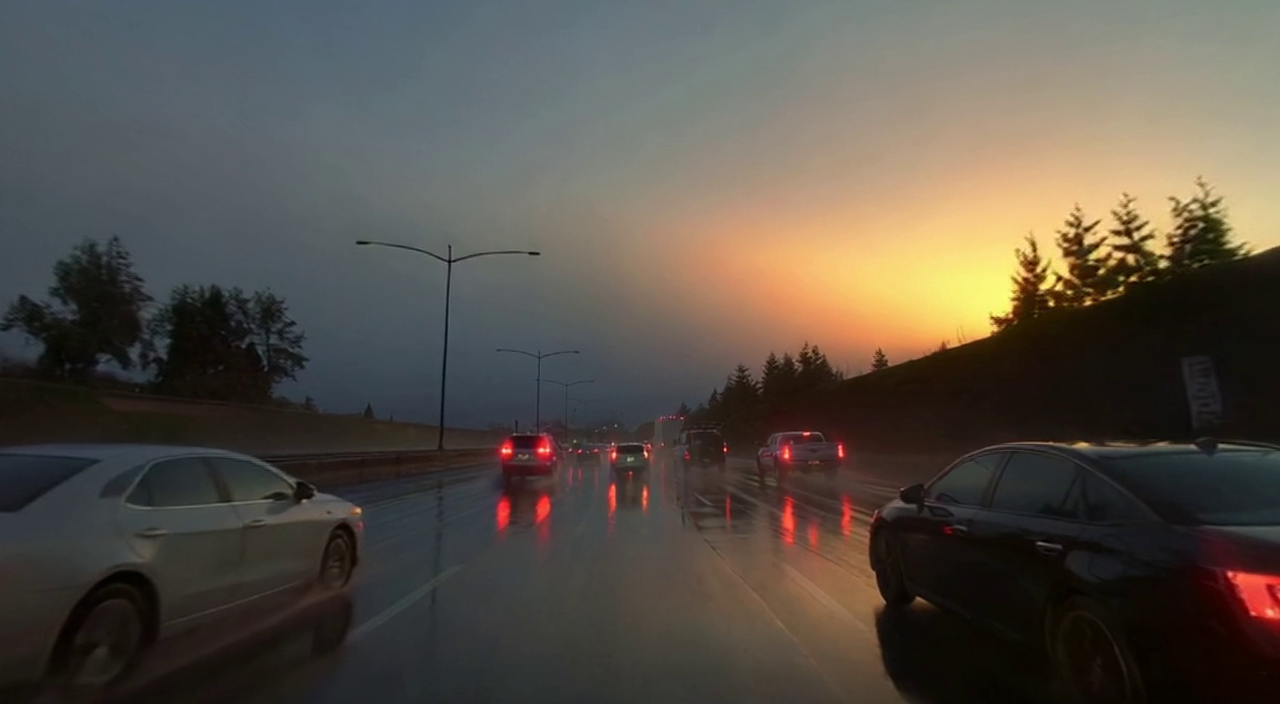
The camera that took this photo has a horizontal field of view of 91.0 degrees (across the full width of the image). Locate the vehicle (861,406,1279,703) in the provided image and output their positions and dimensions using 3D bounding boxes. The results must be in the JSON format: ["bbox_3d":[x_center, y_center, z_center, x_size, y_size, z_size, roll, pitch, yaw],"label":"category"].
[{"bbox_3d":[3.070,1.182,3.634,2.031,1.504,4.327,0,-9,0],"label":"vehicle"}]

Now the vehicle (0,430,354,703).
[{"bbox_3d":[-4.094,1.316,4.552,1.947,1.424,4.264,0,-9,2],"label":"vehicle"}]

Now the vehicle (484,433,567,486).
[{"bbox_3d":[-4.172,4.011,23.820,2.176,1.783,4.799,0,-9,0],"label":"vehicle"}]

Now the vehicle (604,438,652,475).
[{"bbox_3d":[-0.583,5.254,31.833,2.235,1.682,4.094,0,-9,-1],"label":"vehicle"}]

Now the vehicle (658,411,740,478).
[{"bbox_3d":[3.079,5.440,37.103,3.426,3.279,12.313,0,-8,-1],"label":"vehicle"}]
